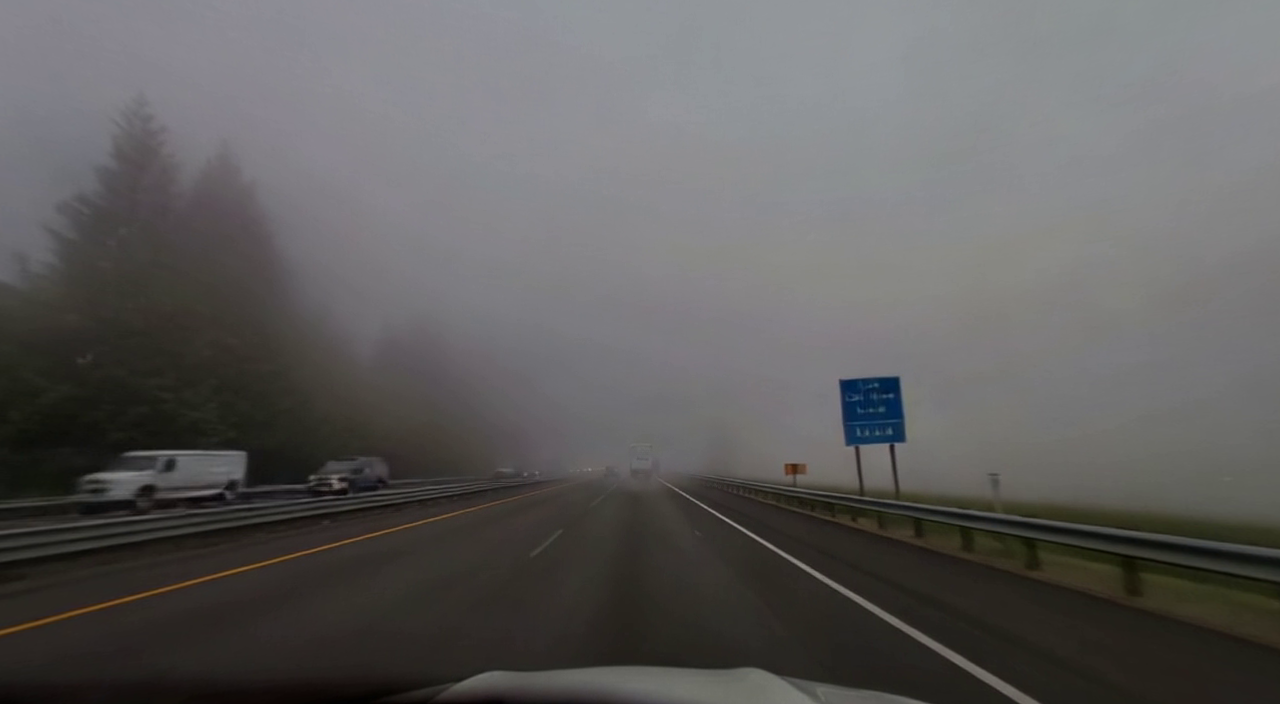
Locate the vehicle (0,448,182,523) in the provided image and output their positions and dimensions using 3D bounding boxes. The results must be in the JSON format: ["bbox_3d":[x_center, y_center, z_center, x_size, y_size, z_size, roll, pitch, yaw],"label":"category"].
[{"bbox_3d":[-16.350,3.762,18.181,2.028,1.777,5.635,1,-10,0],"label":"vehicle"}]

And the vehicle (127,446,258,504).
[{"bbox_3d":[-16.433,4.557,23.401,2.019,1.928,3.657,0,-10,1],"label":"vehicle"}]

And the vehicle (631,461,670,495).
[{"bbox_3d":[0.553,6.914,34.760,2.048,1.663,4.377,1,-10,0],"label":"vehicle"}]
